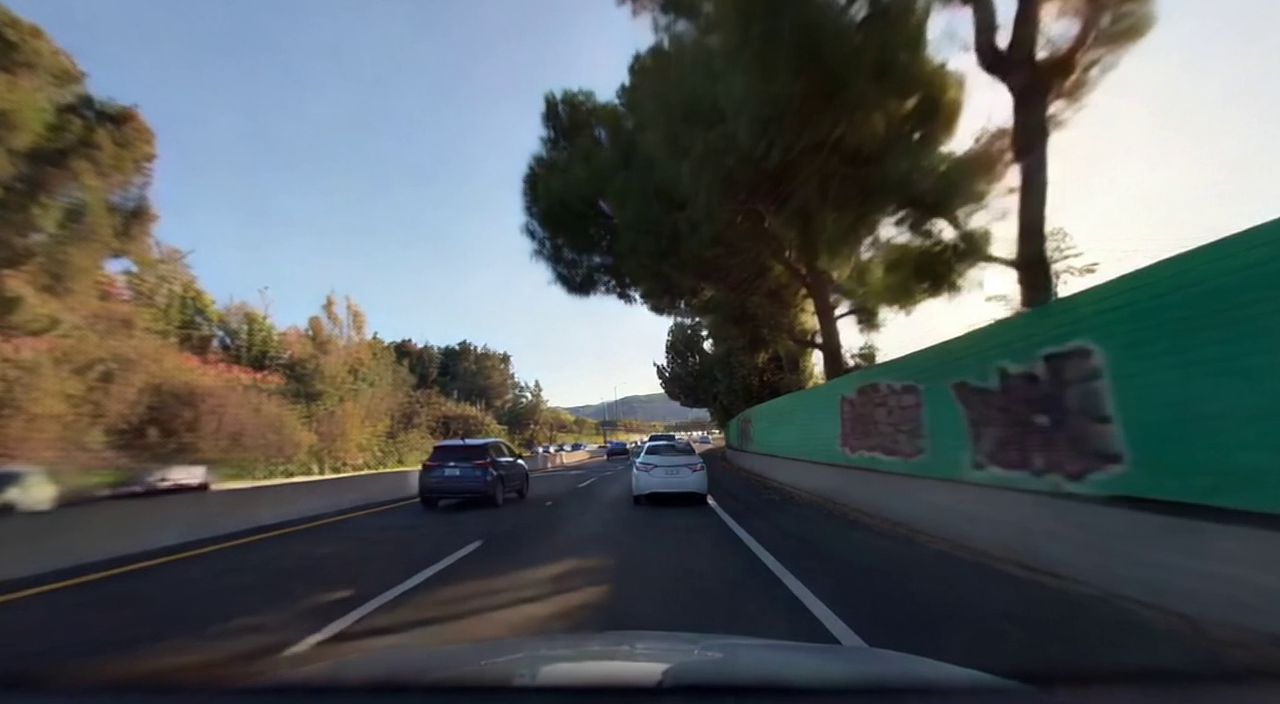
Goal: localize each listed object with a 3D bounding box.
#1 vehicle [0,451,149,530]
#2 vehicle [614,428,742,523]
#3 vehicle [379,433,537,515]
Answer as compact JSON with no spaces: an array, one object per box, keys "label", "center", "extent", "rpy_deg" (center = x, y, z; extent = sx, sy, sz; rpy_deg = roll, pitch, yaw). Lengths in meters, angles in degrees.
[{"label":"vehicle","center":[-14.872,3.235,15.092],"extent":[2.168,1.641,4.958],"rpy_deg":[0,-8,0]},{"label":"vehicle","center":[0.649,2.303,12.288],"extent":[2.077,1.533,3.854],"rpy_deg":[0,-8,1]},{"label":"vehicle","center":[-3.687,2.545,13.676],"extent":[2.059,1.471,4.152],"rpy_deg":[0,-8,2]}]
